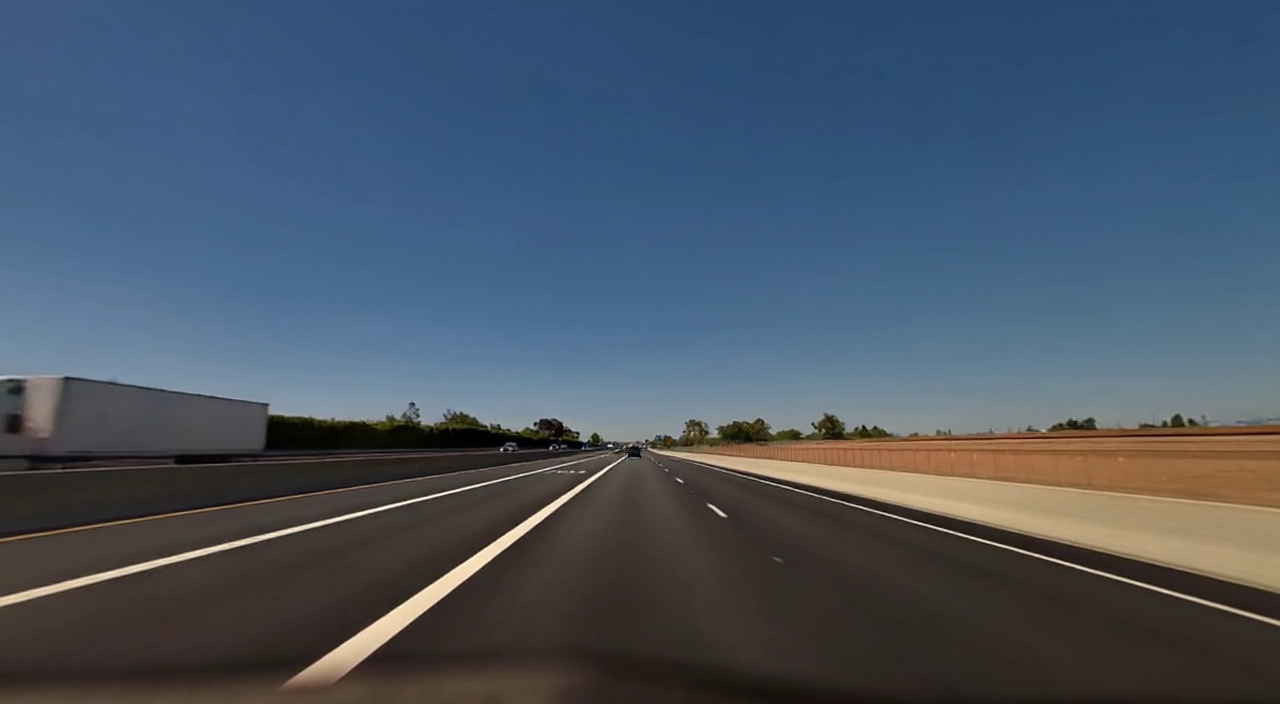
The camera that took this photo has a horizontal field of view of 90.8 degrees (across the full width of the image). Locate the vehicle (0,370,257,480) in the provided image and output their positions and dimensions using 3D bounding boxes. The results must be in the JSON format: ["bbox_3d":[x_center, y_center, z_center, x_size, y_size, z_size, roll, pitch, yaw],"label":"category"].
[{"bbox_3d":[-24.530,3.792,30.475,3.072,4.067,14.457,0,-9,0],"label":"vehicle"}]

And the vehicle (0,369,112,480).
[{"bbox_3d":[-24.465,2.794,23.783,3.209,3.947,6.545,0,-9,0],"label":"vehicle"}]
